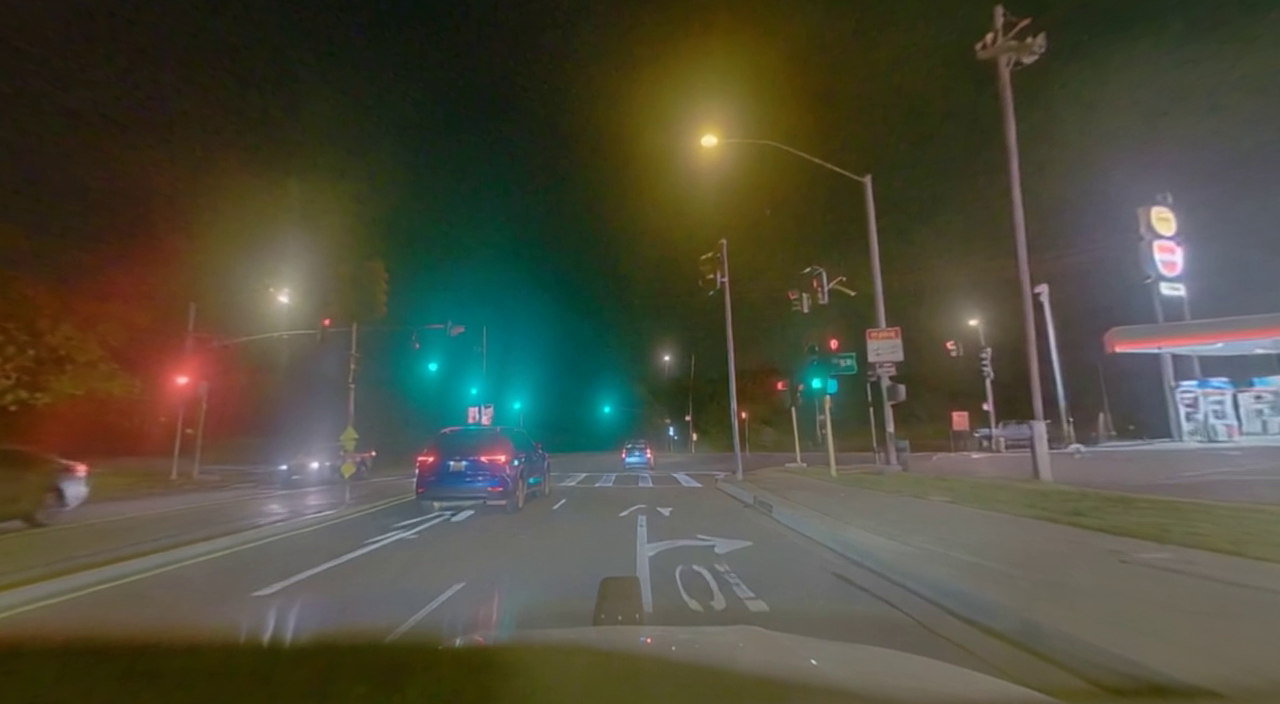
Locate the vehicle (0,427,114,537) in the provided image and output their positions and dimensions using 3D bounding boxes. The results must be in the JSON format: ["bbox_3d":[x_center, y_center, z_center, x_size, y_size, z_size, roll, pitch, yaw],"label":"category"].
[{"bbox_3d":[-11.753,2.209,10.721,1.912,1.831,4.314,0,-9,-3],"label":"vehicle"}]

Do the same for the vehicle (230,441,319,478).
[{"bbox_3d":[-16.330,4.802,28.375,1.719,1.523,3.864,0,-9,-1],"label":"vehicle"}]

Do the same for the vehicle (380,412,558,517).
[{"bbox_3d":[-3.161,2.240,12.971,2.247,1.734,4.919,0,-9,1],"label":"vehicle"}]

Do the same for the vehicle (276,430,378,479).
[{"bbox_3d":[-12.768,4.212,26.057,1.980,1.799,4.489,0,-9,-2],"label":"vehicle"}]

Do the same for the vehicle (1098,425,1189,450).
[{"bbox_3d":[33.751,5.750,42.271,4.403,1.484,1.952,-2,-10,-2],"label":"vehicle"}]

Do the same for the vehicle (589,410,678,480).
[{"bbox_3d":[-0.096,3.073,20.783,2.552,1.999,5.498,0,-9,2],"label":"vehicle"}]

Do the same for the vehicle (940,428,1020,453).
[{"bbox_3d":[21.709,5.674,40.320,3.997,1.496,1.907,0,-9,-3],"label":"vehicle"}]

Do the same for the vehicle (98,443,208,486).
[{"bbox_3d":[-31.082,7.163,40.235,5.274,1.973,2.438,-8,-10,4],"label":"vehicle"}]

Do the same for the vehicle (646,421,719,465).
[{"bbox_3d":[2.126,4.296,29.606,2.136,1.813,5.570,-3,-9,17],"label":"vehicle"}]
